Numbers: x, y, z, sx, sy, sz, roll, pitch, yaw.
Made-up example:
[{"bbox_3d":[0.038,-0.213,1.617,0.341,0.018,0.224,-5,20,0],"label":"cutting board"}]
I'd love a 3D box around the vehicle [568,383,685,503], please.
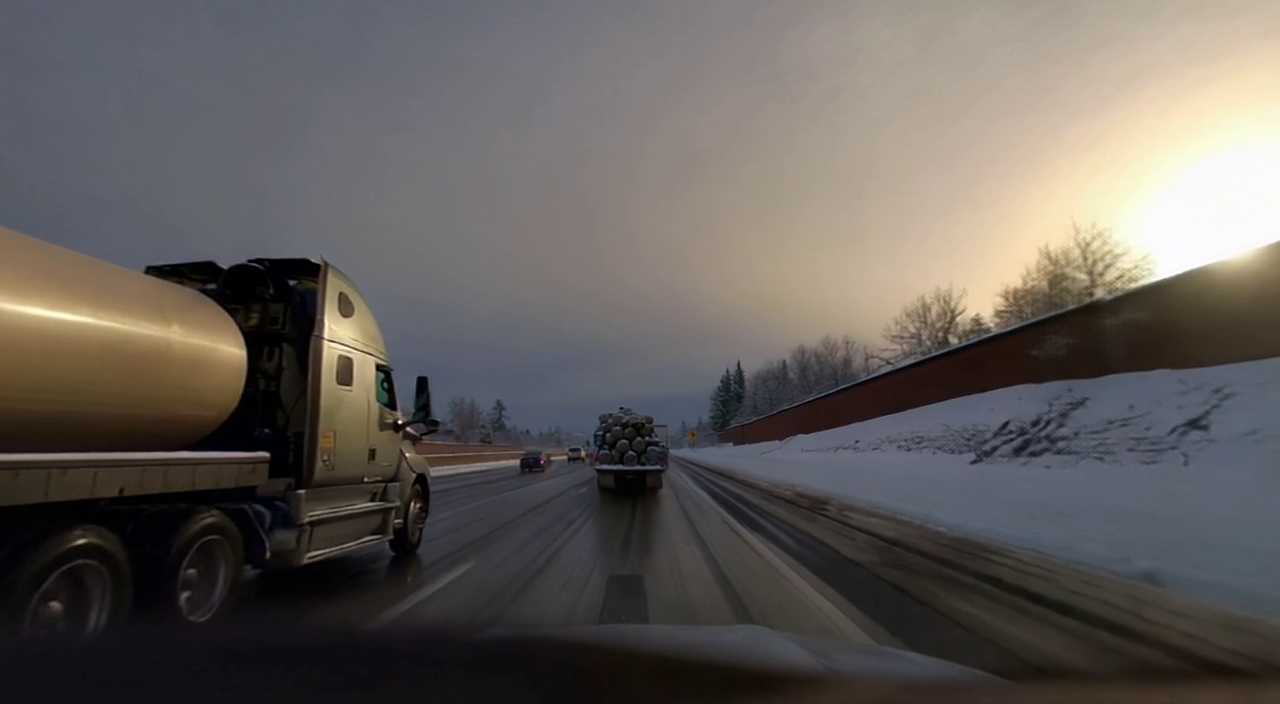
[{"bbox_3d":[-0.800,2.980,20.687,2.798,3.071,8.412,1,-9,-8],"label":"vehicle"}]

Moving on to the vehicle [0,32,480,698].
[{"bbox_3d":[-4.053,0.362,6.657,2.998,3.992,5.800,0,-8,2],"label":"vehicle"}]

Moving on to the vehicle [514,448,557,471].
[{"bbox_3d":[-7.005,7.266,42.771,2.006,1.458,4.700,0,-8,2],"label":"vehicle"}]
